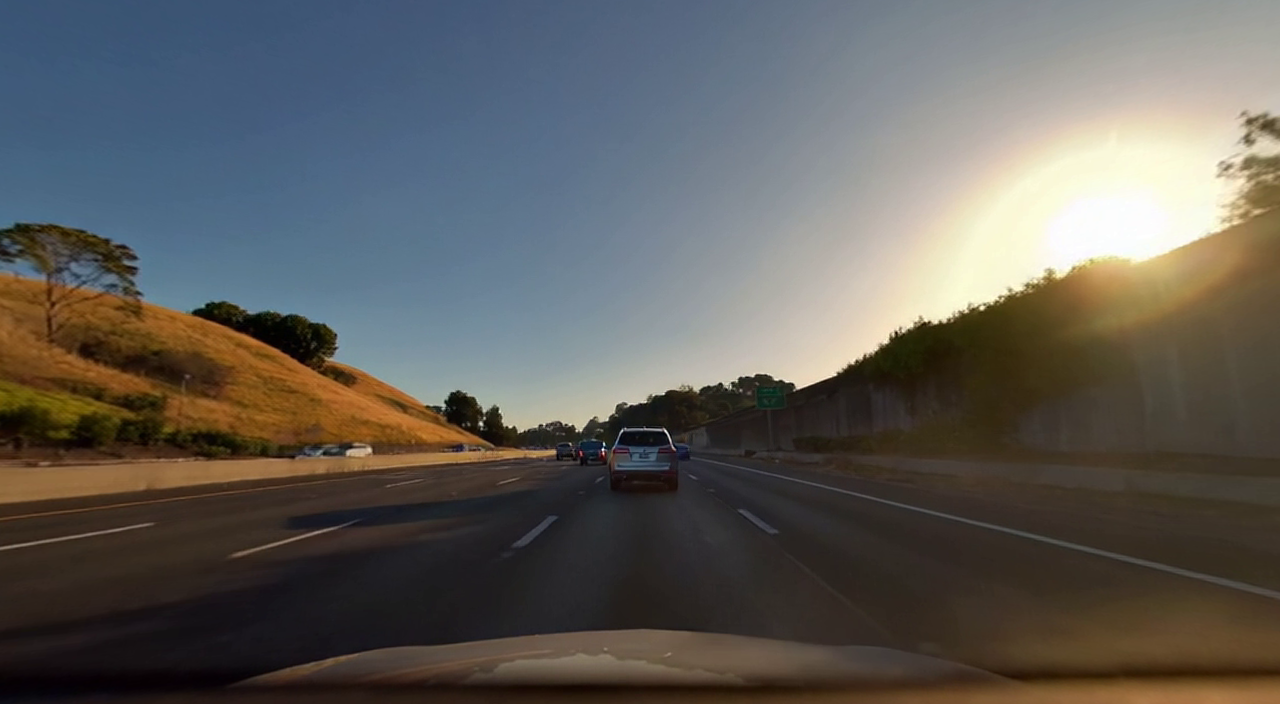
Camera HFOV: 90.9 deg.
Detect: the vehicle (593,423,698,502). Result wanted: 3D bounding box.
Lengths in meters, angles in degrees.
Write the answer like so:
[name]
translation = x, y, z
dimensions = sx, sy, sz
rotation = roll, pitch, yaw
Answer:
[vehicle]
translation = 0.134, 2.900, 16.856
dimensions = 2.447, 1.804, 4.273
rotation = 0, -9, 0
